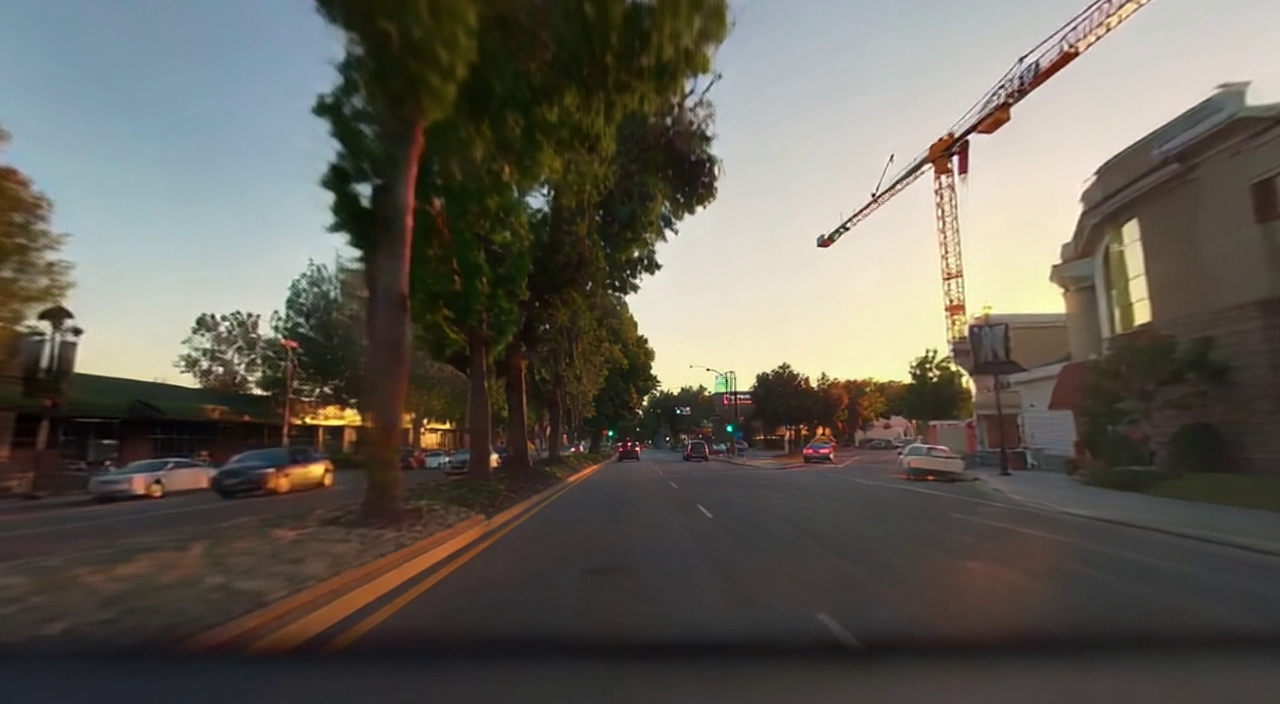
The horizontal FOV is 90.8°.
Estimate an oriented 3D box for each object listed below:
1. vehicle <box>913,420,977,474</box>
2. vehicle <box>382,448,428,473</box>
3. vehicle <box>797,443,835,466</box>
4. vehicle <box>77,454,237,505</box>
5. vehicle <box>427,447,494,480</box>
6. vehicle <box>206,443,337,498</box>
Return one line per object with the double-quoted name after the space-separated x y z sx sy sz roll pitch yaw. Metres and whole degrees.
16.795 5.254 35.096 2.311 2.722 5.823 -3 -9 18 "vehicle"
-16.690 7.683 45.105 1.808 1.670 3.937 0 -9 -1 "vehicle"
12.391 7.161 44.266 1.961 1.485 4.762 -4 -9 22 "vehicle"
-16.376 4.300 21.829 1.856 1.496 4.686 0 -9 -1 "vehicle"
-8.718 5.423 31.064 1.960 1.461 4.433 0 -9 0 "vehicle"
-12.082 3.868 21.085 1.883 1.609 4.102 0 -9 -1 "vehicle"
